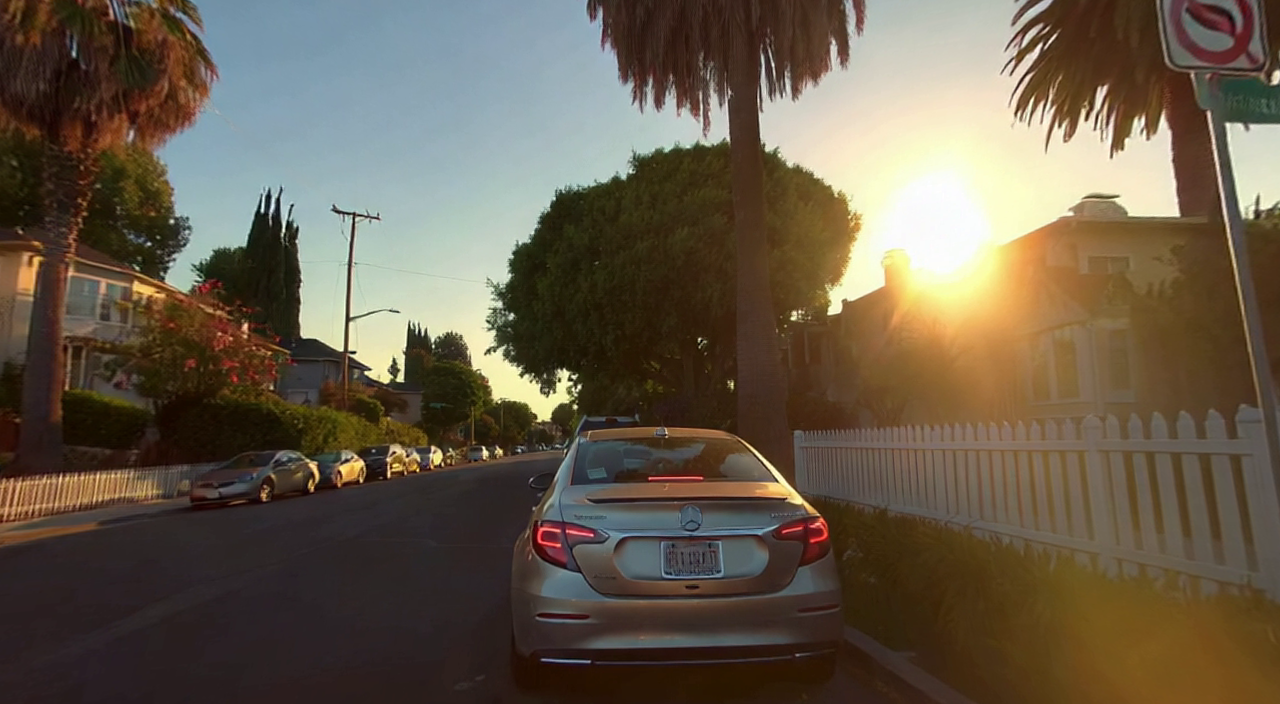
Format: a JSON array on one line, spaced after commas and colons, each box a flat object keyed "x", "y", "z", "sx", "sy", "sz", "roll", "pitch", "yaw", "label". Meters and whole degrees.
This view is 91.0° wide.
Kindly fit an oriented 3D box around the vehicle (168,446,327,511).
[{"x": -11.384, "y": 3.648, "z": 18.804, "sx": 2.017, "sy": 1.627, "sz": 5.039, "roll": 1, "pitch": -8, "yaw": -7, "label": "vehicle"}]

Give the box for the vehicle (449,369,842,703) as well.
[{"x": -0.131, "y": 1.211, "z": 4.995, "sx": 1.894, "sy": 1.695, "sz": 3.795, "roll": 1, "pitch": -8, "yaw": -6, "label": "vehicle"}]

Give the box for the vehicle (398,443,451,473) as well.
[{"x": -13.132, "y": 6.461, "z": 38.685, "sx": 2.060, "sy": 1.689, "sz": 4.999, "roll": 1, "pitch": -8, "yaw": -7, "label": "vehicle"}]

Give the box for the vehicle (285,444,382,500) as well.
[{"x": -12.131, "y": 4.703, "z": 25.284, "sx": 2.048, "sy": 1.485, "sz": 4.757, "roll": -4, "pitch": -4, "yaw": -8, "label": "vehicle"}]
